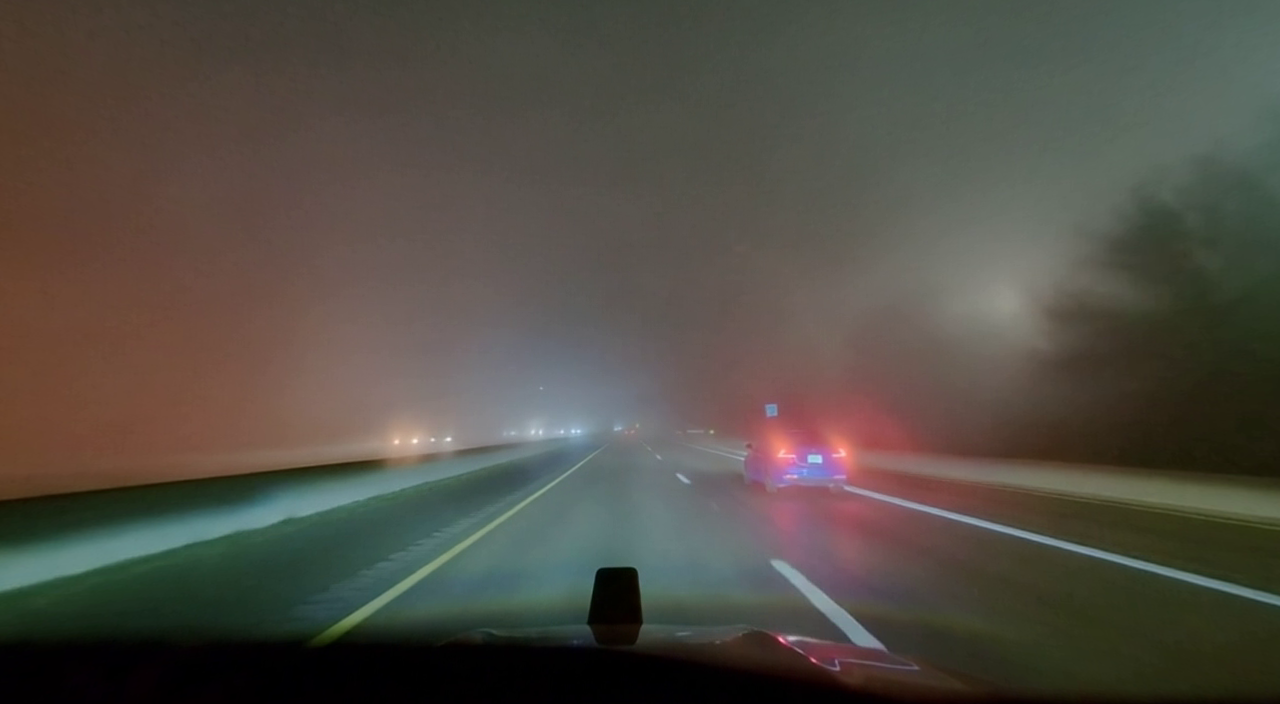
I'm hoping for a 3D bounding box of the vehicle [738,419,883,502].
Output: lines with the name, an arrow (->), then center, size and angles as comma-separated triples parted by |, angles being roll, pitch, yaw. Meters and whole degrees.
vehicle -> 3.554, 2.328, 13.969 | 1.973, 1.563, 3.959 | 0, -8, -2
